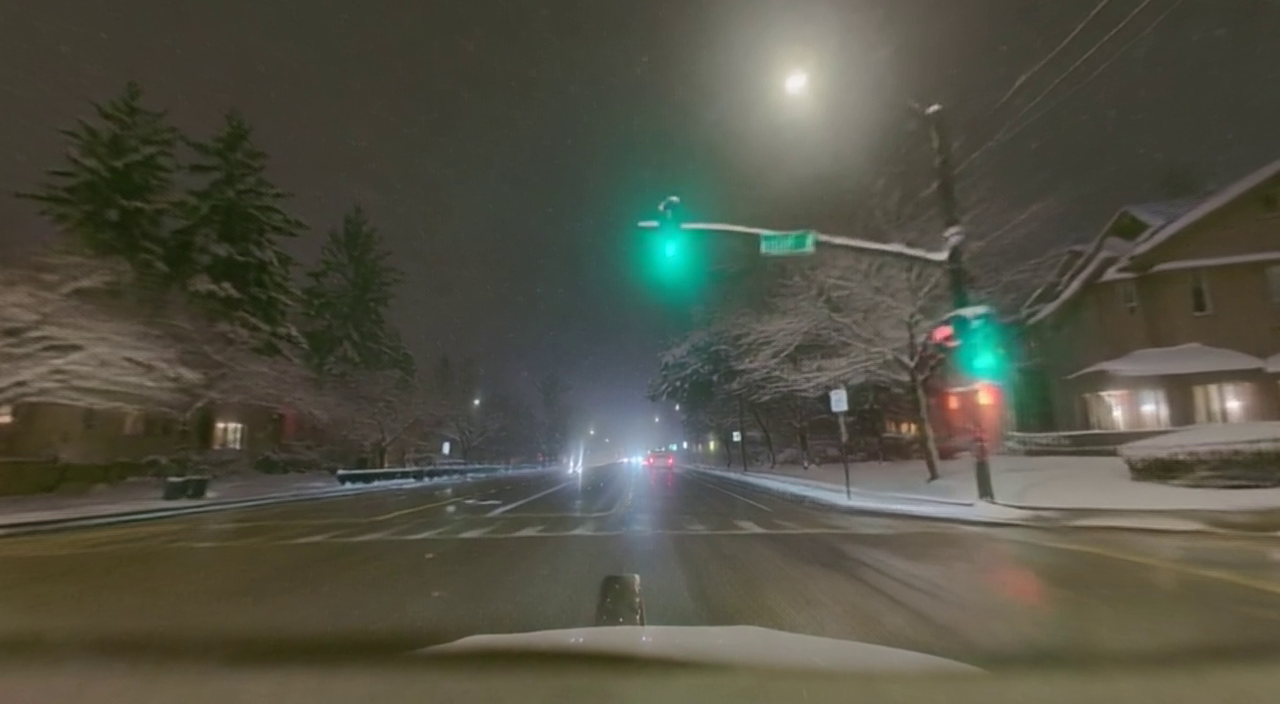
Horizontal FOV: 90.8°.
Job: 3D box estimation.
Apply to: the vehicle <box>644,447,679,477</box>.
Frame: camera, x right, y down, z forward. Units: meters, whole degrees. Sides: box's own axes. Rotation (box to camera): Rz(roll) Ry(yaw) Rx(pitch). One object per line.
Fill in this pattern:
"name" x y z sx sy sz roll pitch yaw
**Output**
"vehicle" 1.351 7.152 41.368 2.215 1.799 4.426 0 -9 0
